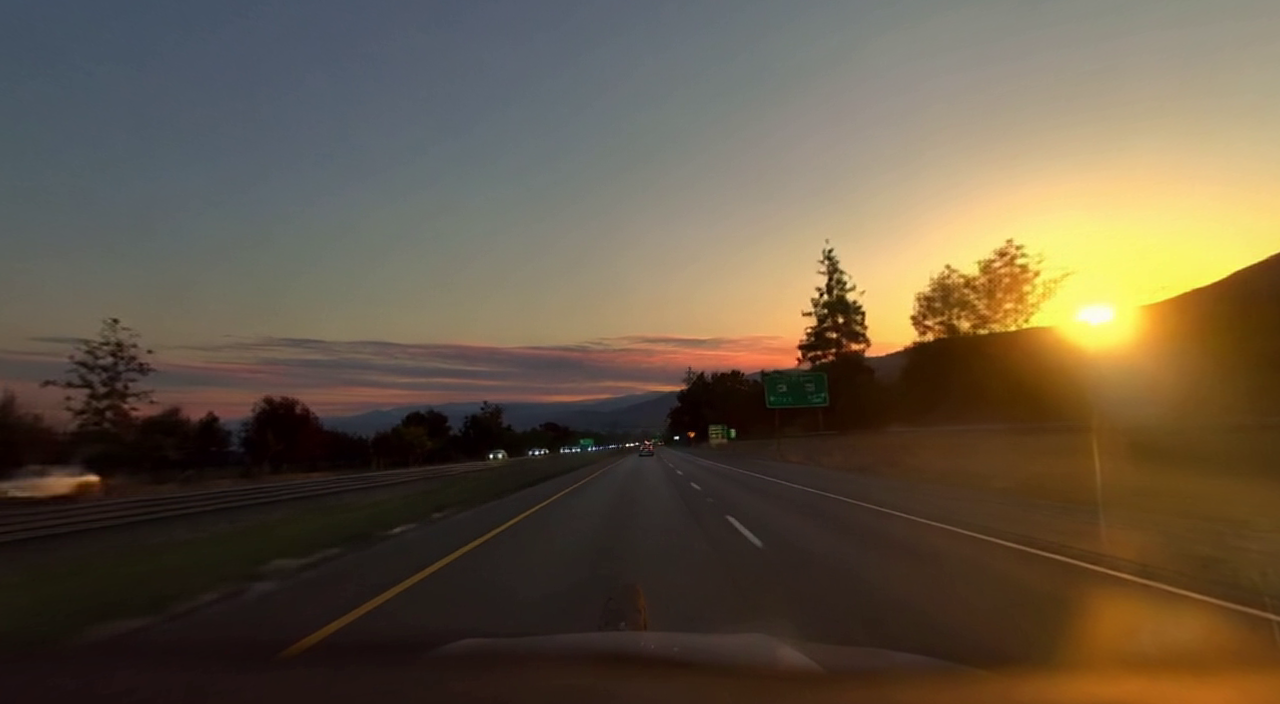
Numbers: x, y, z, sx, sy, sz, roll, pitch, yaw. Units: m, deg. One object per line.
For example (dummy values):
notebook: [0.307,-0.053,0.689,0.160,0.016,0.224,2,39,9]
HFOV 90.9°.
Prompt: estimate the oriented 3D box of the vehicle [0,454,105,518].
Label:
vehicle: [-32.616,6.859,32.561,2.815,3.027,8.058,0,-8,1]
